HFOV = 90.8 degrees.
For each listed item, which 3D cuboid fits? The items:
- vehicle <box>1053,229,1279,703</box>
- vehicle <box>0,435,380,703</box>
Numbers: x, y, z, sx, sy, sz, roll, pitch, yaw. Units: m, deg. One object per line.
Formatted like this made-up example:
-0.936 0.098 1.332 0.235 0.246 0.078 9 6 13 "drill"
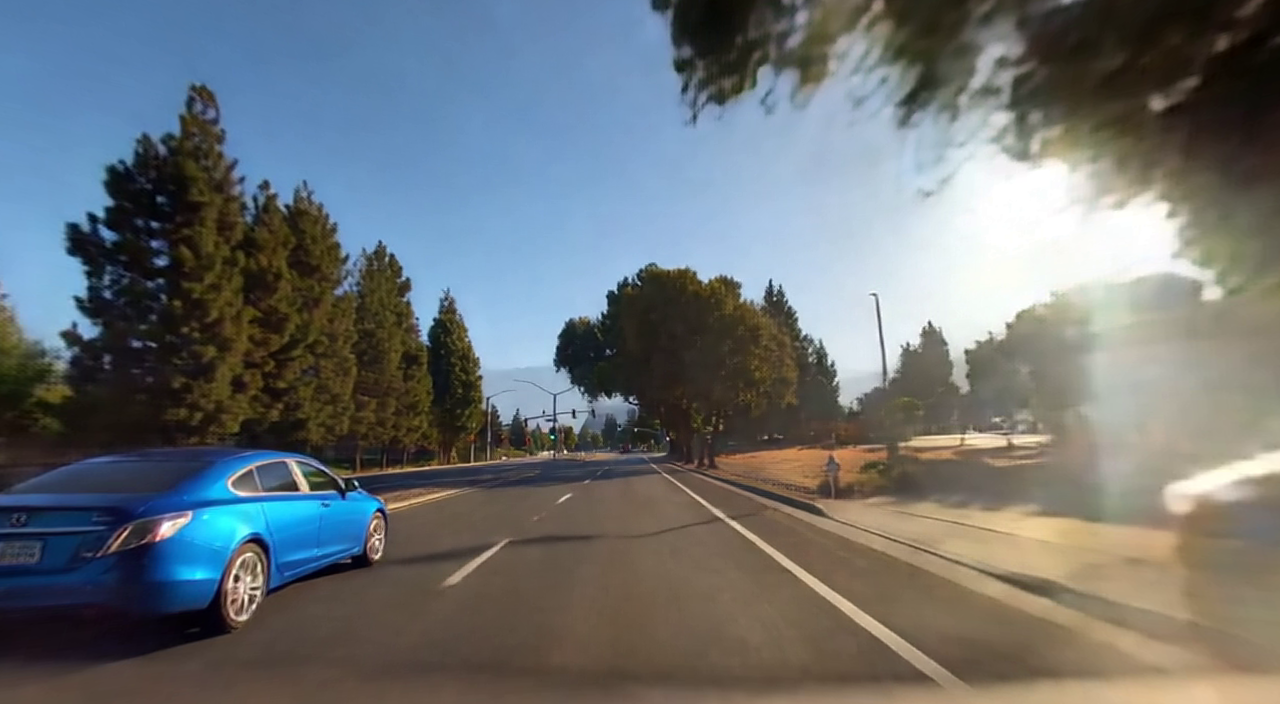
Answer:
4.349 0.325 1.032 2.554 2.388 6.973 0 -8 0 "vehicle"
-4.049 1.462 5.310 1.946 1.437 4.154 0 -8 0 "vehicle"
